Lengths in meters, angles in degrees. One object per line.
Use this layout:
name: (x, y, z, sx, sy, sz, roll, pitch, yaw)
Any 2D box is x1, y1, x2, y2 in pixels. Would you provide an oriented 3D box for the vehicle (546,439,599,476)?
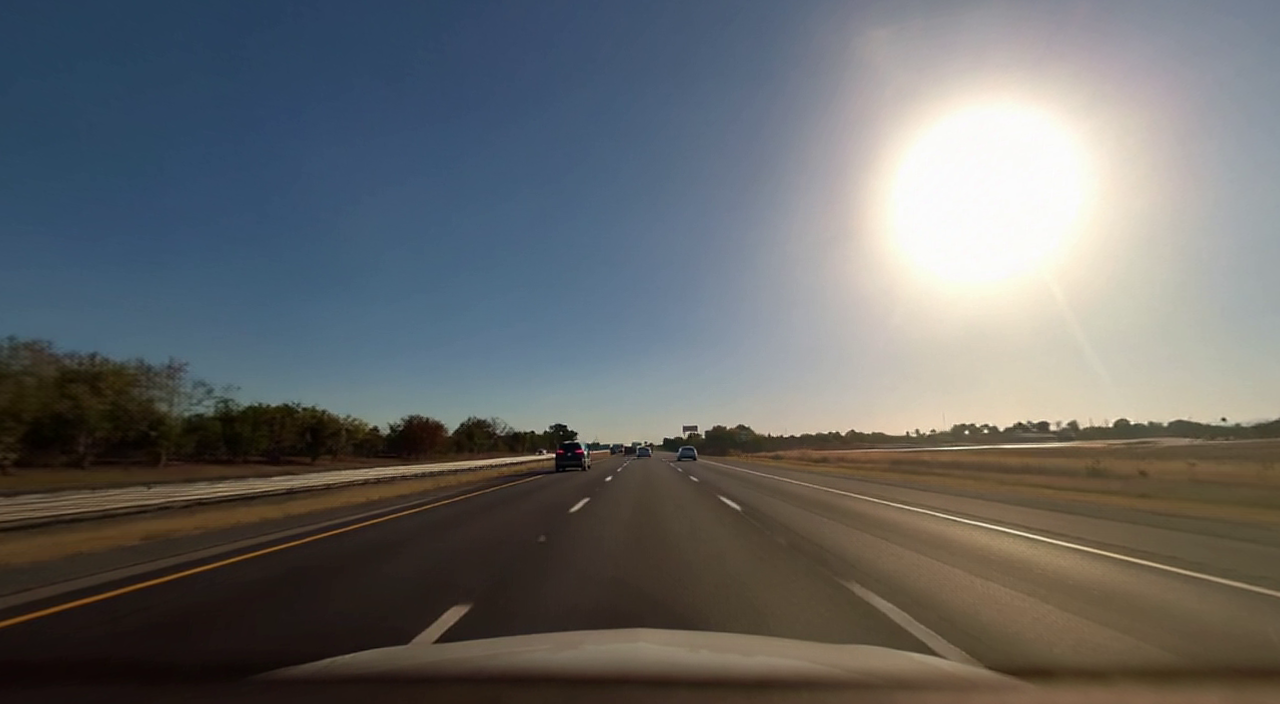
vehicle: (-3.277, 5.218, 31.413, 2.070, 1.707, 4.309, 0, -9, 1)
